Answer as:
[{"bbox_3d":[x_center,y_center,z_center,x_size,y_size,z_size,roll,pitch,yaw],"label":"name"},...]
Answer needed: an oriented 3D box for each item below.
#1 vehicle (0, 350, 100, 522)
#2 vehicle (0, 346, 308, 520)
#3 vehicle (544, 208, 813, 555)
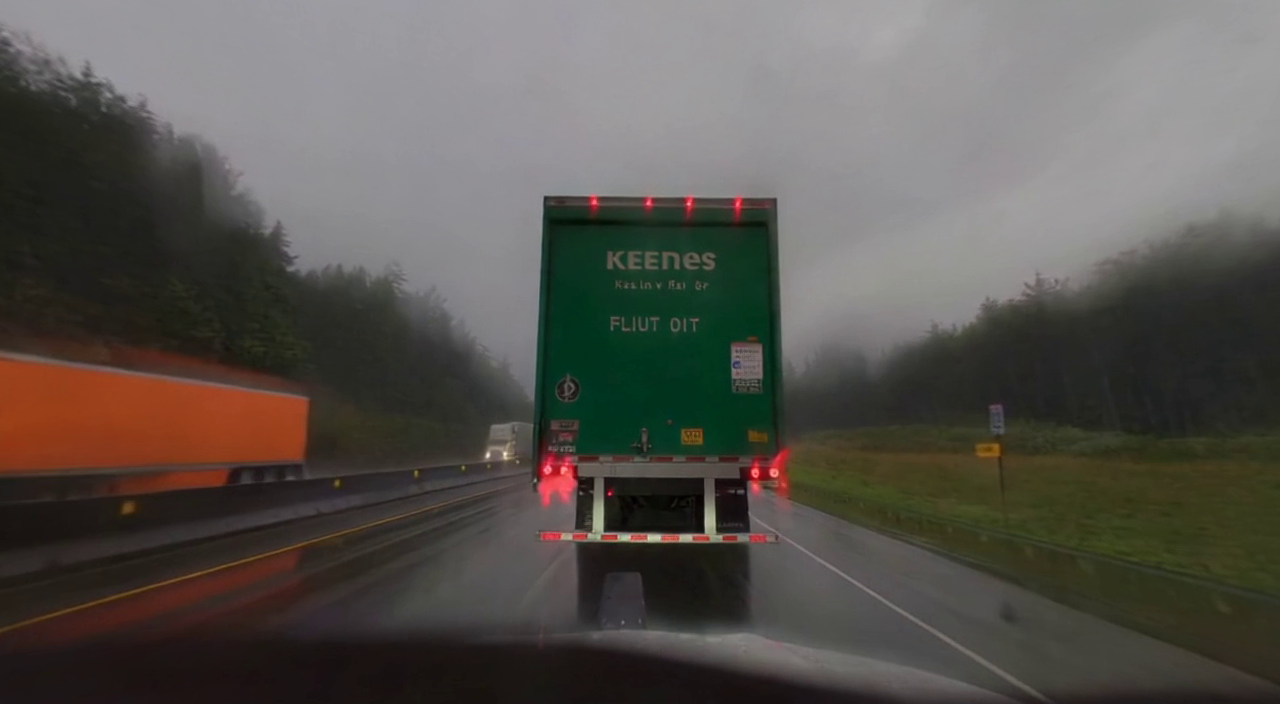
[{"bbox_3d":[-16.393,1.888,14.203,2.992,3.946,5.787,0,-9,0],"label":"vehicle"},{"bbox_3d":[-16.379,2.868,20.893,2.886,4.022,14.136,0,-9,1],"label":"vehicle"},{"bbox_3d":[0.478,1.402,15.016,3.230,4.377,14.405,0,-9,0],"label":"vehicle"}]
